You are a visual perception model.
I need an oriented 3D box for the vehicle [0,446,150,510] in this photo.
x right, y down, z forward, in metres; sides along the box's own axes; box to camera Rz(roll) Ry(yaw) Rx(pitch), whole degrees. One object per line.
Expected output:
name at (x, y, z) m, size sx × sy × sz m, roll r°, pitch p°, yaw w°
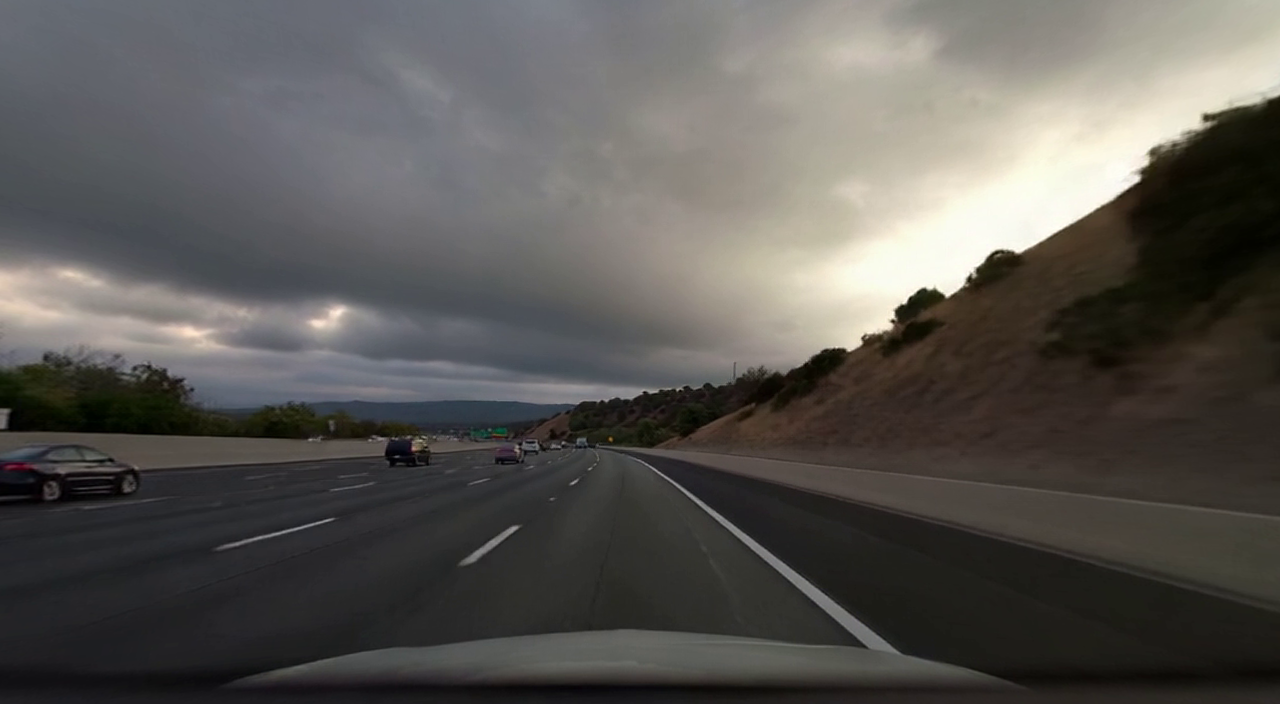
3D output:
vehicle at (-15.364, 3.137, 16.220) m, size 1.955 × 1.429 × 4.575 m, roll 0°, pitch -9°, yaw -1°

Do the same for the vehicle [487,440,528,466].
vehicle at (-9.322, 7.126, 44.723) m, size 2.104 × 1.715 × 4.319 m, roll 0°, pitch -9°, yaw -2°

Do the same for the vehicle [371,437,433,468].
vehicle at (-16.015, 6.771, 42.851) m, size 2.240 × 1.953 × 5.452 m, roll 0°, pitch -9°, yaw -2°
